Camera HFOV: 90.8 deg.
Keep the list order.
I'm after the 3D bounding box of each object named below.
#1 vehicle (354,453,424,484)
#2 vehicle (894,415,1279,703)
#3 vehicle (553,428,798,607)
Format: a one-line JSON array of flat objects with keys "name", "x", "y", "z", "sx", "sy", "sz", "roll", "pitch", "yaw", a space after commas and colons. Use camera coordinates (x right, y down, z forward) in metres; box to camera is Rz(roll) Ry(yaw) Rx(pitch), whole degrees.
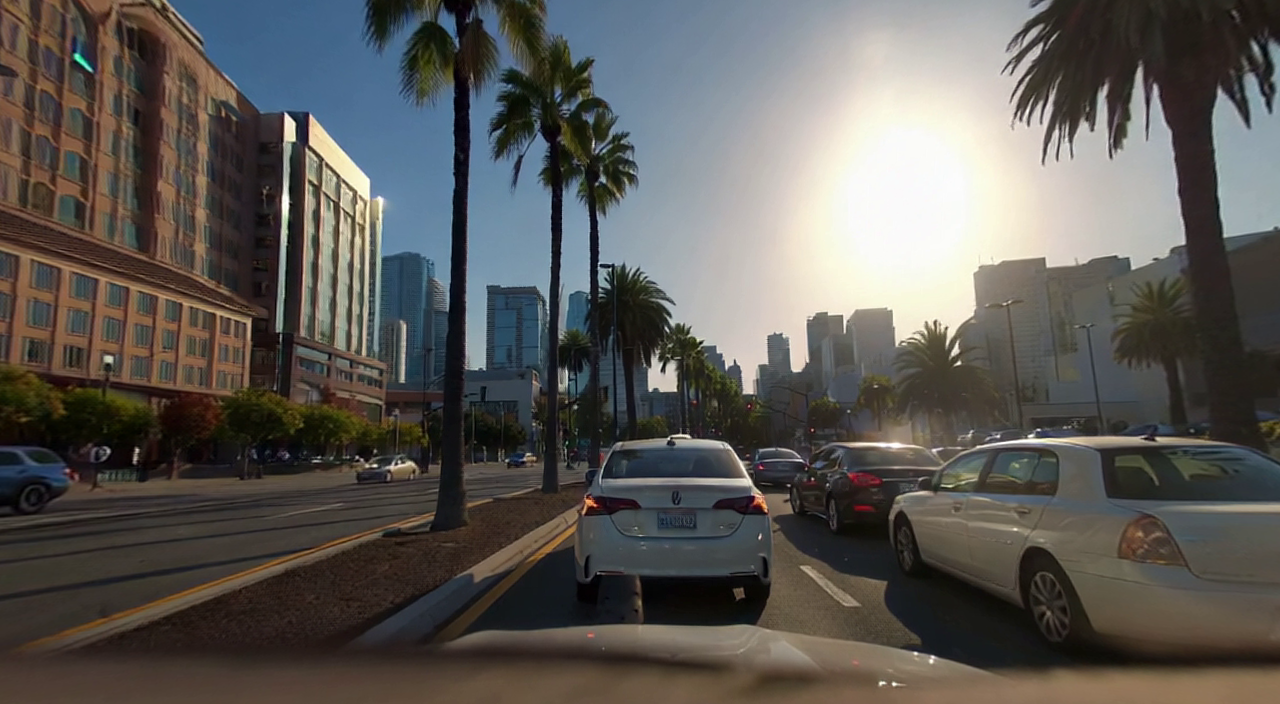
[{"name": "vehicle", "x": -14.154, "y": 6.564, "z": 35.861, "sx": 1.801, "sy": 1.563, "sz": 4.015, "roll": -2, "pitch": -9, "yaw": 9}, {"name": "vehicle", "x": 3.638, "y": 1.297, "z": 4.572, "sx": 1.913, "sy": 1.469, "sz": 4.425, "roll": -1, "pitch": -9, "yaw": 3}, {"name": "vehicle", "x": 0.333, "y": 1.695, "z": 7.286, "sx": 2.078, "sy": 1.503, "sz": 3.681, "roll": 0, "pitch": -9, "yaw": 1}]
